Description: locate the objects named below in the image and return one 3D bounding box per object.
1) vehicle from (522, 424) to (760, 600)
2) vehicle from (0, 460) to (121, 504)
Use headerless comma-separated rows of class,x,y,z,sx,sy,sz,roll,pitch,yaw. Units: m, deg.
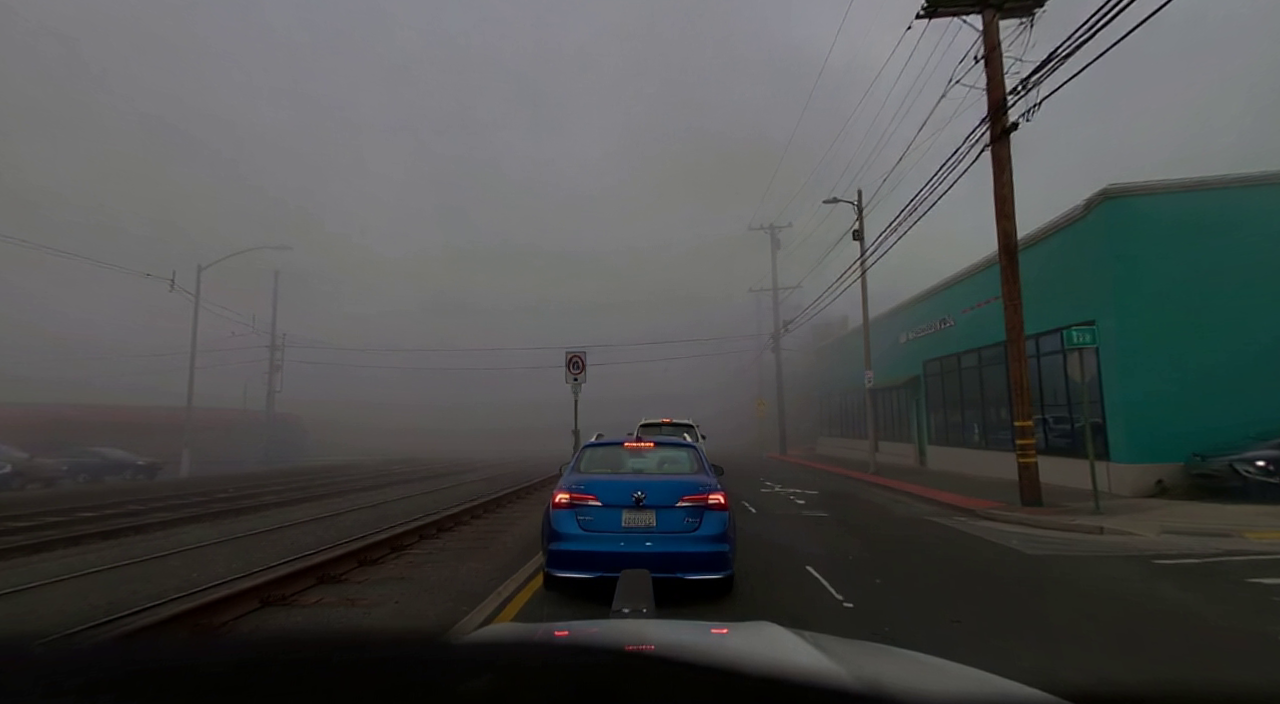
vehicle,0.095,1.711,7.624,2.090,1.518,4.033,-1,-9,3
vehicle,-21.916,4.680,22.858,4.566,1.453,1.935,-1,-9,5
